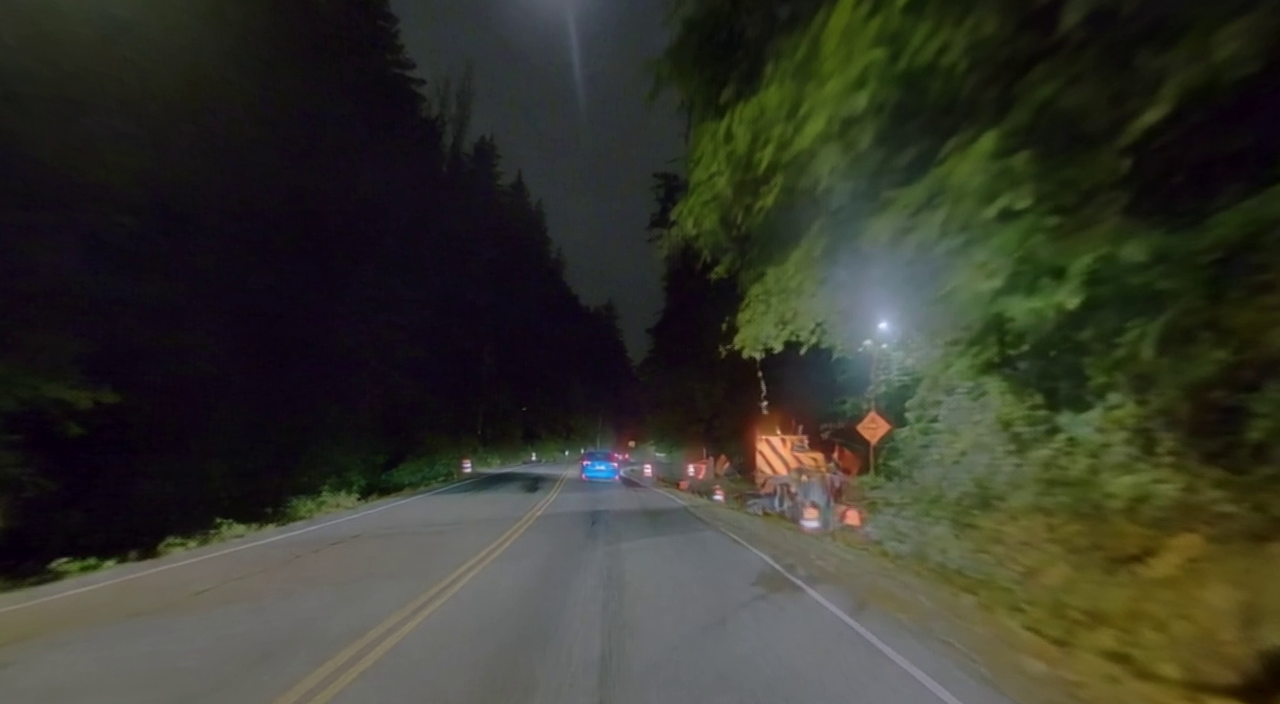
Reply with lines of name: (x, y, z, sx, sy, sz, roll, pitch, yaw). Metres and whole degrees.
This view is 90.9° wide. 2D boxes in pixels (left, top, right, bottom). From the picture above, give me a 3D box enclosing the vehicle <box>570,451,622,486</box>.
vehicle: (-2.127, 5.391, 29.537, 2.259, 1.503, 4.075, 1, -9, -6)
